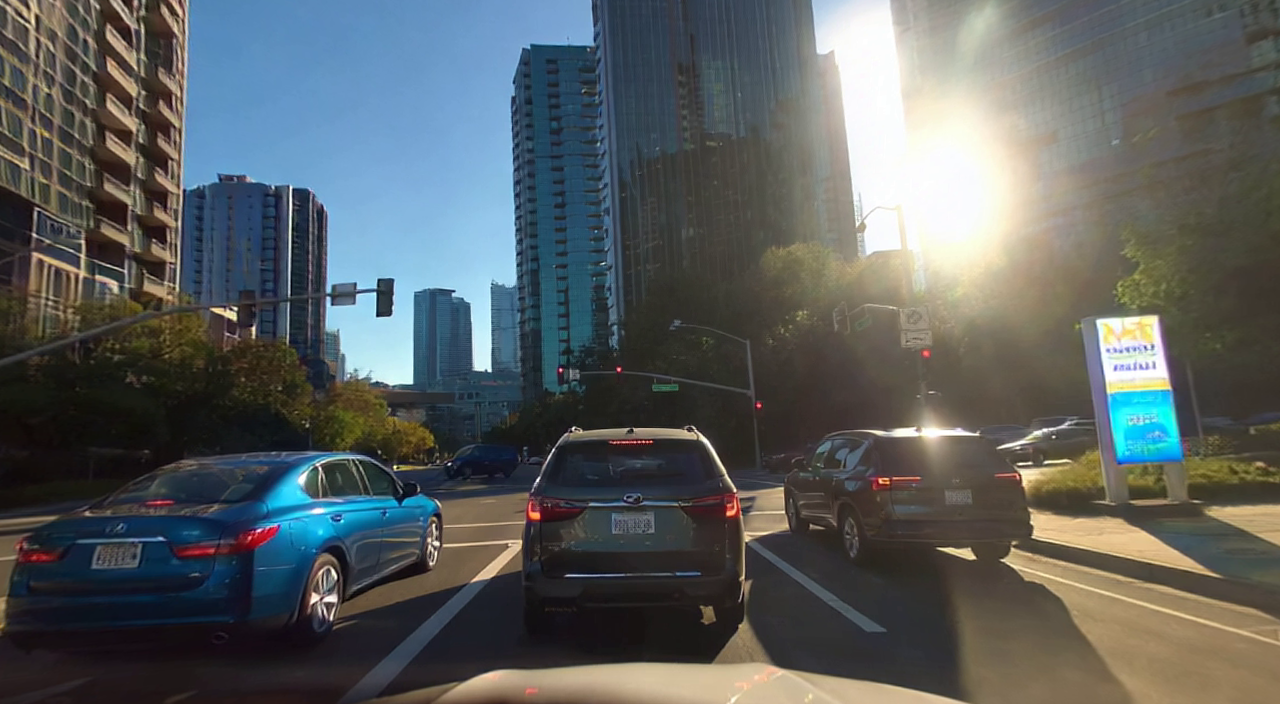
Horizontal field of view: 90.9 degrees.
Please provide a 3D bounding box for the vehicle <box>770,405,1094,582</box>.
[{"bbox_3d":[3.220,1.662,8.253,2.004,1.646,4.554,0,-8,-1],"label":"vehicle"}]

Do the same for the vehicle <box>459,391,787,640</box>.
[{"bbox_3d":[-0.128,1.414,6.440,2.195,1.662,4.262,0,-8,0],"label":"vehicle"}]

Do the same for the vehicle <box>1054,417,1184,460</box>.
[{"bbox_3d":[23.125,4.208,30.580,4.583,2.019,2.147,1,-9,-4],"label":"vehicle"}]

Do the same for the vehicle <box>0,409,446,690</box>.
[{"bbox_3d":[-3.545,1.423,5.820,1.906,1.524,4.547,0,-8,2],"label":"vehicle"}]
